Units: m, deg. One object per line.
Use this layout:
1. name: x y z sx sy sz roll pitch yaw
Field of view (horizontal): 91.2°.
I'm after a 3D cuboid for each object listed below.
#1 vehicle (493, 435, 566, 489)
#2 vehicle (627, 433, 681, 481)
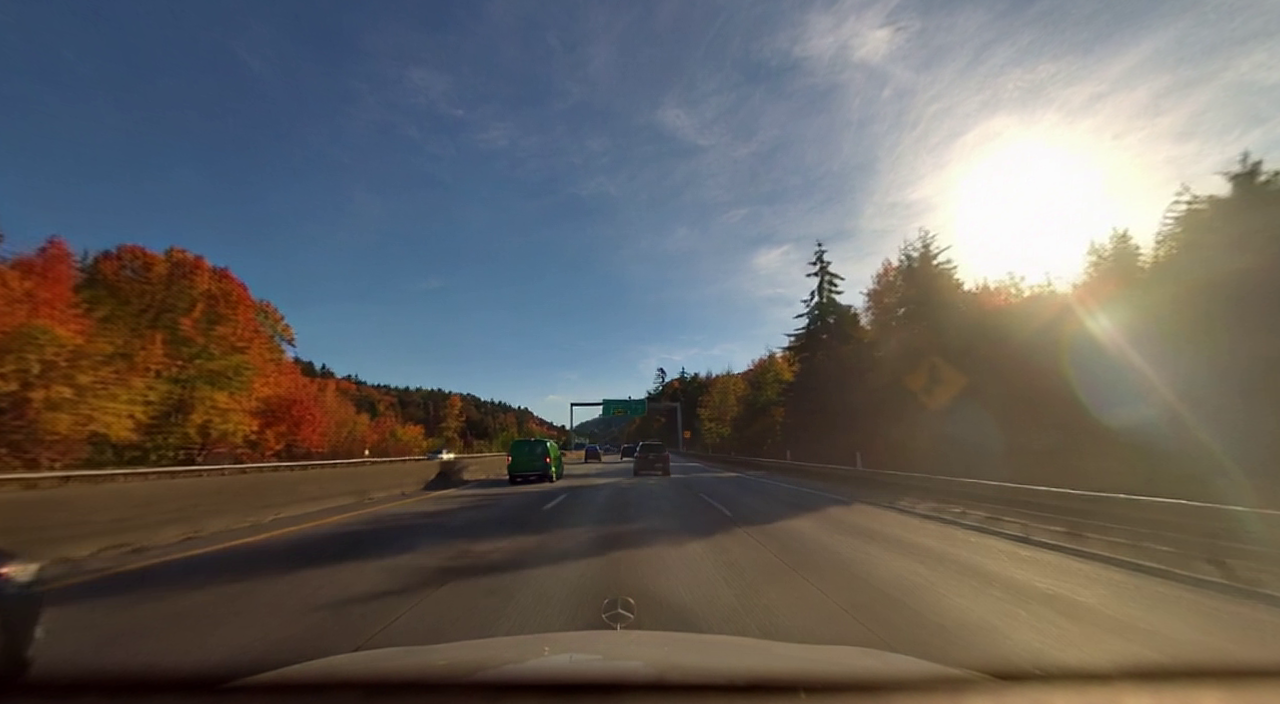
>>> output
1. vehicle: -3.976 4.039 23.294 2.021 1.790 3.907 0 -9 0
2. vehicle: 0.519 4.647 27.809 2.179 1.930 4.538 0 -9 -1
